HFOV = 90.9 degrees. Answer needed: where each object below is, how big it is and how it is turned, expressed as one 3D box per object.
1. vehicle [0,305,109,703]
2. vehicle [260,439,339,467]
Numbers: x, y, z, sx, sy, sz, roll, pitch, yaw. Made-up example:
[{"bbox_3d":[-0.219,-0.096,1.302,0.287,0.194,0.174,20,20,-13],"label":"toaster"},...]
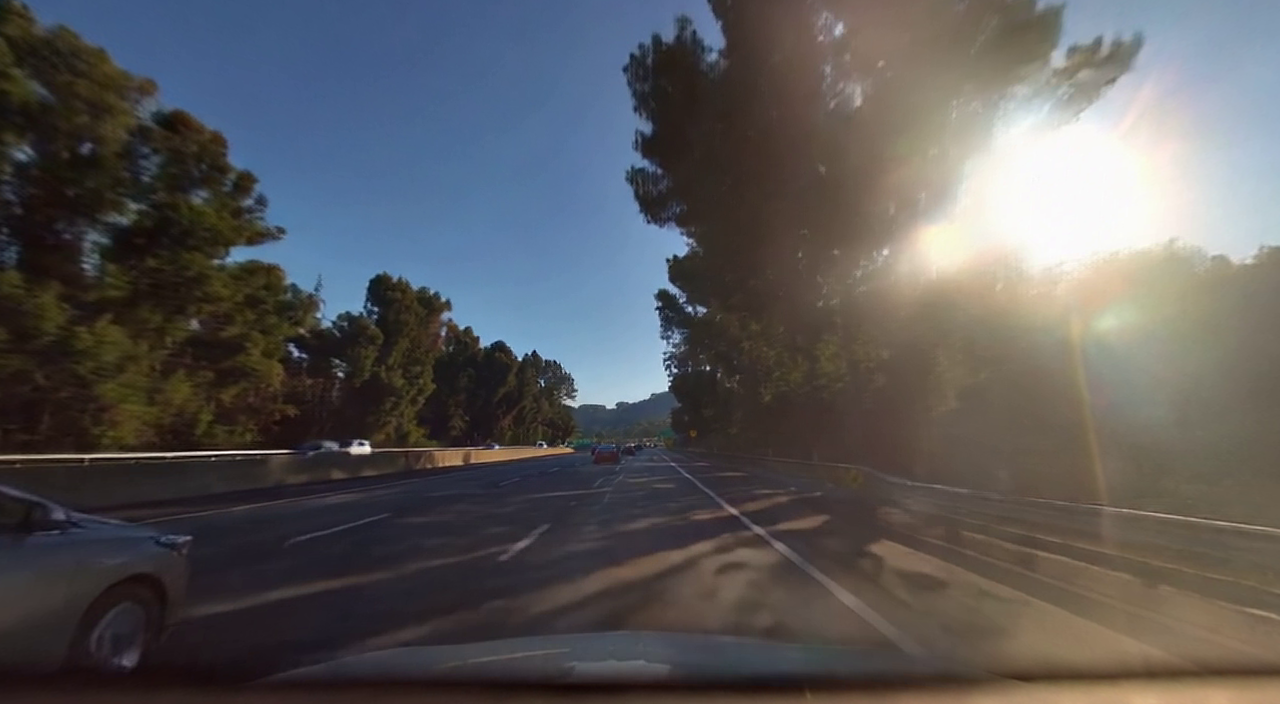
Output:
[{"bbox_3d":[-4.131,0.422,0.345,2.316,1.970,5.966,0,-8,2],"label":"vehicle"},{"bbox_3d":[-21.010,6.222,39.184,1.972,1.625,4.971,0,-8,2],"label":"vehicle"}]
